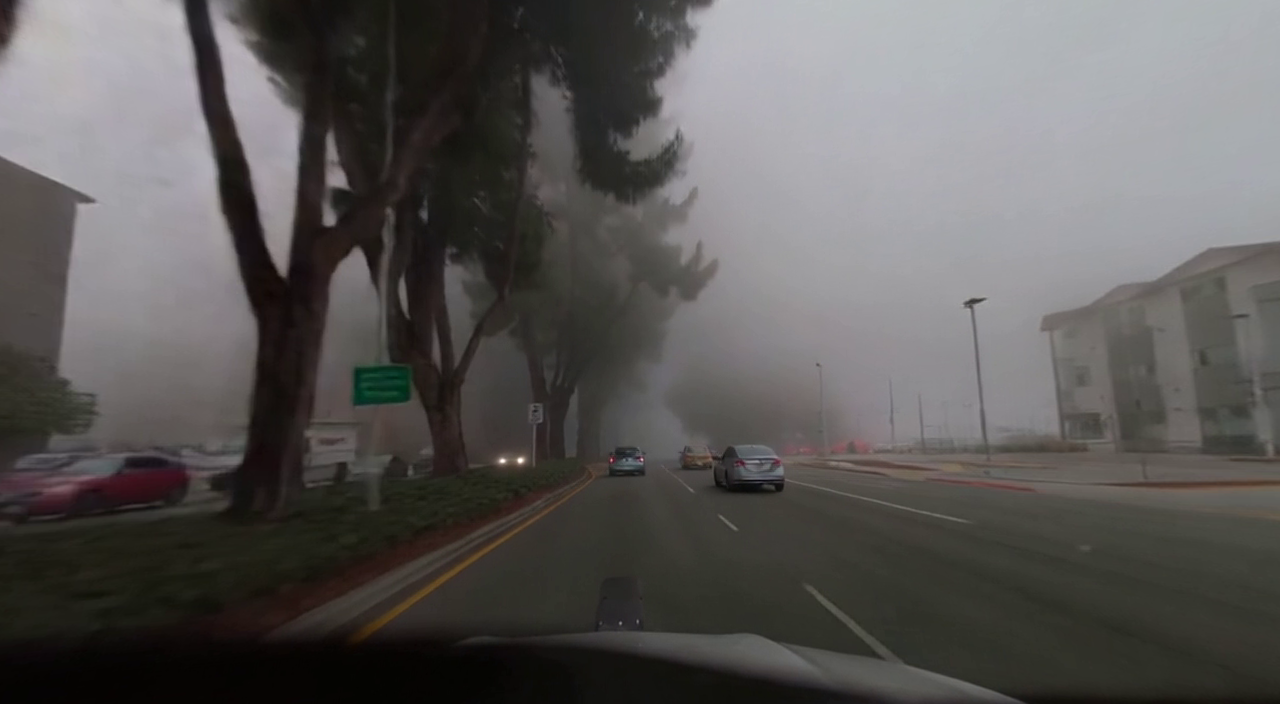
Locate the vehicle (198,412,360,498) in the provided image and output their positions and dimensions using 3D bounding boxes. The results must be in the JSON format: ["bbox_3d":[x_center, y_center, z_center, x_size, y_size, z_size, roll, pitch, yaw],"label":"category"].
[{"bbox_3d":[-12.379,3.549,22.339,2.263,2.542,5.913,-2,-8,0],"label":"vehicle"}]

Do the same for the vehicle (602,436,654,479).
[{"bbox_3d":[-0.499,4.587,27.700,2.101,1.694,3.979,0,-9,0],"label":"vehicle"}]

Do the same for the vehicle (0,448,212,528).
[{"bbox_3d":[-12.235,2.938,14.345,1.923,1.502,4.422,0,-9,0],"label":"vehicle"}]

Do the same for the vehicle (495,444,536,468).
[{"bbox_3d":[-8.689,7.258,44.349,1.849,1.506,4.060,-1,-8,3],"label":"vehicle"}]

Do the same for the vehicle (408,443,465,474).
[{"bbox_3d":[-12.443,6.519,38.941,2.002,1.686,4.477,-1,-8,0],"label":"vehicle"}]

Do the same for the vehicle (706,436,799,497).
[{"bbox_3d":[3.049,3.197,17.961,1.852,1.498,3.825,0,-9,-1],"label":"vehicle"}]

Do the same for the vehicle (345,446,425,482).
[{"bbox_3d":[-12.154,5.315,30.431,2.048,1.470,4.514,-2,-8,-1],"label":"vehicle"}]
